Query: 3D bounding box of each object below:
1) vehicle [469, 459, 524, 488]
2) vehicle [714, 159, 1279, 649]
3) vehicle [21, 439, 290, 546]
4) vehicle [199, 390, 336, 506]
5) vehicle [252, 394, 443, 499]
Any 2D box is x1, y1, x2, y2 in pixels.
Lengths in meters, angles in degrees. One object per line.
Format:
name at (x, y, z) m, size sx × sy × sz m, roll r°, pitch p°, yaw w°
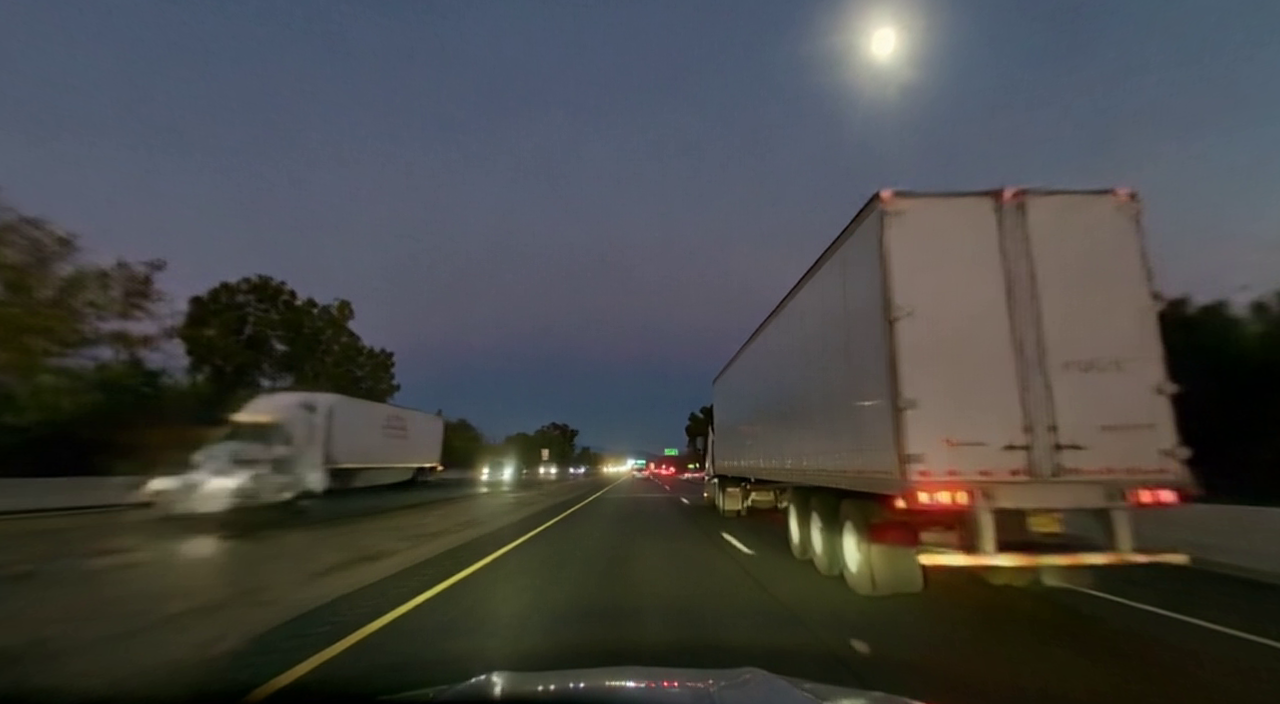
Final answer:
vehicle at (-9.730, 8.315, 43.252) m, size 2.556 × 1.770 × 5.047 m, roll 1°, pitch -10°, yaw 0°
vehicle at (3.714, 1.563, 12.199) m, size 2.863 × 4.088 × 14.040 m, roll 1°, pitch -10°, yaw 0°
vehicle at (-9.345, 2.752, 12.763) m, size 1.996 × 1.740 × 4.245 m, roll 1°, pitch -10°, yaw 0°
vehicle at (-13.611, 3.567, 23.311) m, size 3.002 × 3.951 × 2.753 m, roll 1°, pitch -10°, yaw 0°
vehicle at (-13.616, 4.960, 31.658) m, size 2.878 × 4.073 × 14.003 m, roll 1°, pitch -10°, yaw 0°
